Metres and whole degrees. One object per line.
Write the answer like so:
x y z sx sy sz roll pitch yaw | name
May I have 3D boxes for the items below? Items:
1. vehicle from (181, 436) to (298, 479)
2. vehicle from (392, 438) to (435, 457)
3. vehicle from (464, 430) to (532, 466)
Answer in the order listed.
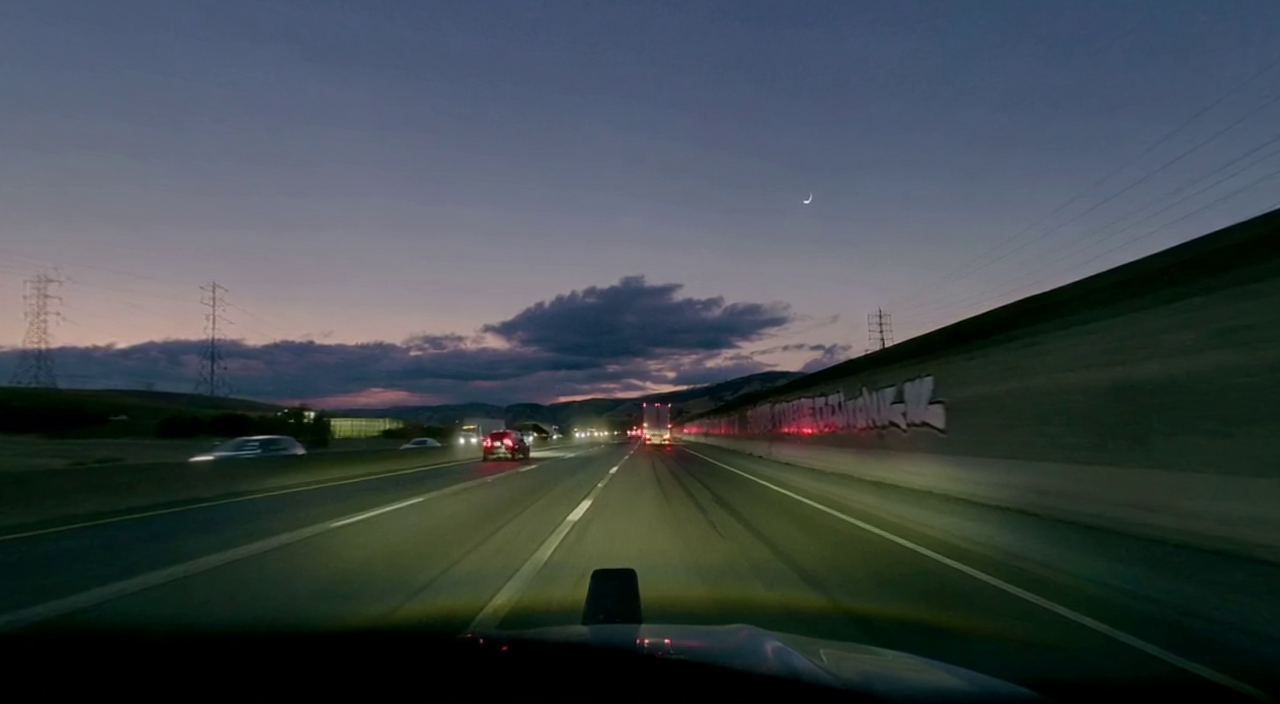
-13.937 3.654 22.176 1.798 1.400 3.503 0 -8 0 | vehicle
-17.343 7.328 48.410 1.781 1.409 3.993 0 -8 0 | vehicle
-6.278 4.276 28.373 1.965 1.486 4.448 0 -8 1 | vehicle
